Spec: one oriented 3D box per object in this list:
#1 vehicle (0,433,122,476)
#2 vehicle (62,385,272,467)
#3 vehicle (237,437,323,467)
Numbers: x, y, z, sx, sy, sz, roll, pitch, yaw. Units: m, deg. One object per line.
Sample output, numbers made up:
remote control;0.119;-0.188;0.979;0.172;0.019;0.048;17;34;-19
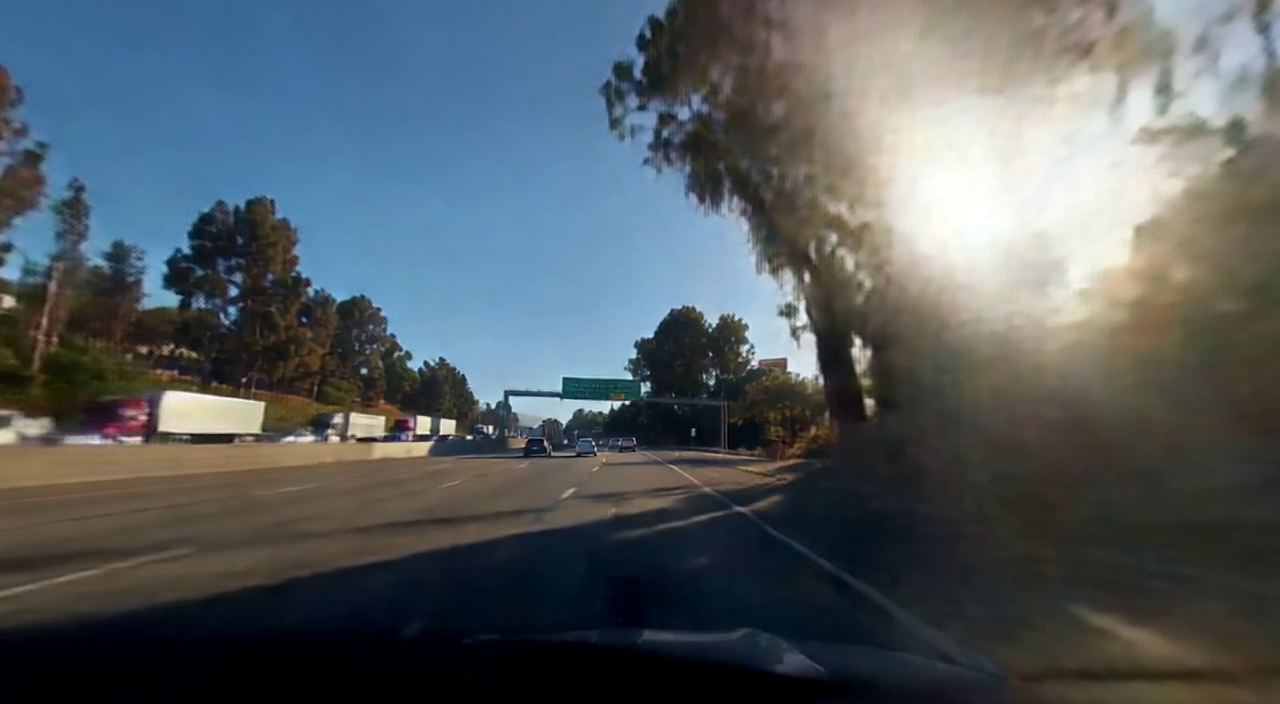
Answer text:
vehicle;-21.506;3.703;23.137;1.694;1.407;3.871;0;-8;-1
vehicle;-25.671;4.266;35.557;2.922;3.800;11.932;0;-8;-2
vehicle;-18.389;5.094;32.457;1.896;1.425;4.391;0;-8;-1
